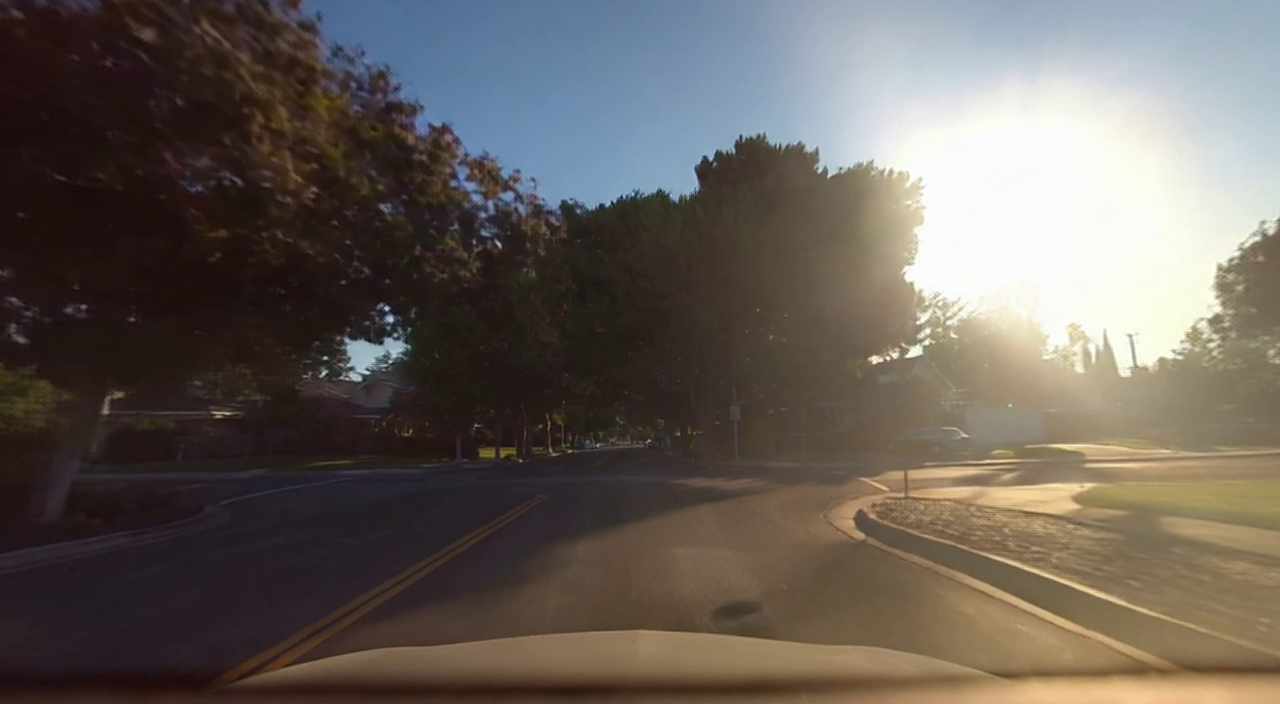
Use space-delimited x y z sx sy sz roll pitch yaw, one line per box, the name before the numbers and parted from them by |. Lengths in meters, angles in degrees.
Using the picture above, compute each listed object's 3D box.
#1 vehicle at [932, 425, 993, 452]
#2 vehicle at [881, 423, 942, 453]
vehicle | 18.939 5.131 37.158 1.803 1.504 4.324 -1 -9 8
vehicle | 16.171 5.199 37.773 1.829 1.667 4.437 0 -9 2
